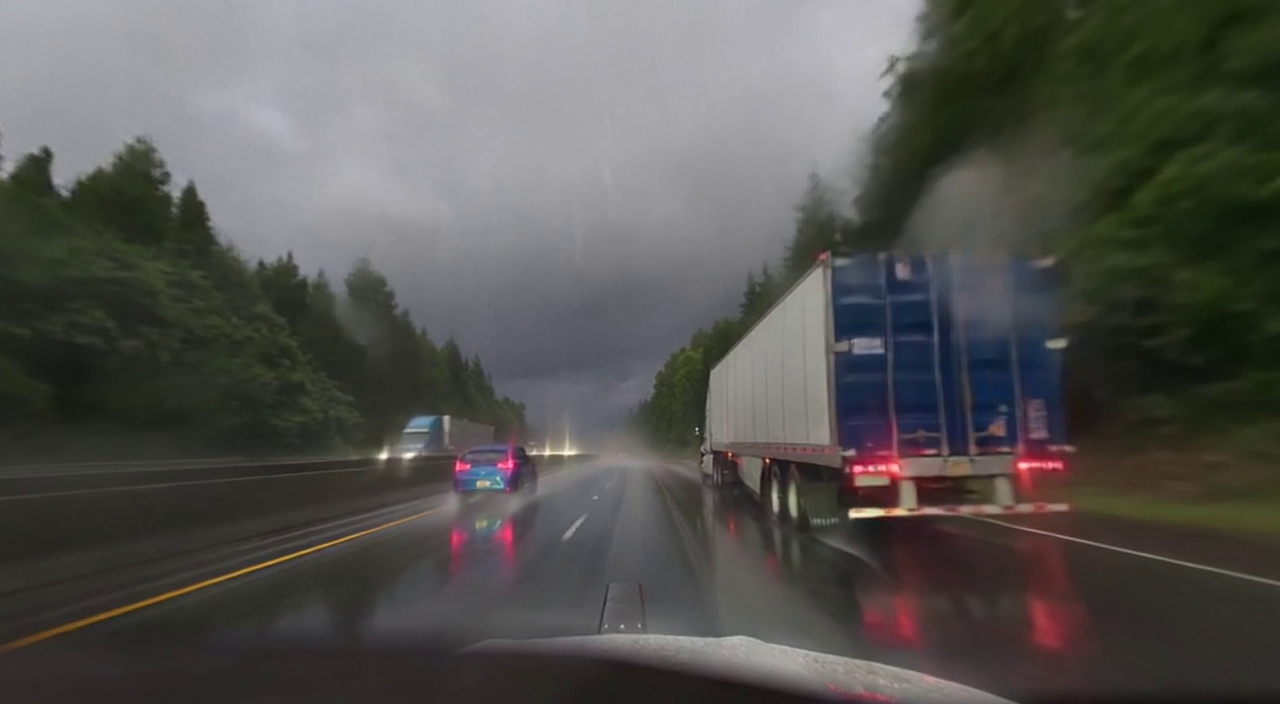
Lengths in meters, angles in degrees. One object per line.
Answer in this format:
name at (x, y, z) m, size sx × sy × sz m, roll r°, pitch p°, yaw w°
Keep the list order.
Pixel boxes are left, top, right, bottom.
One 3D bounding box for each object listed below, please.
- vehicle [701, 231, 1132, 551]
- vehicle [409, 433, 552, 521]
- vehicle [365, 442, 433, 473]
vehicle at (4.383, 1.797, 16.991) m, size 3.532 × 4.201 × 17.611 m, roll 0°, pitch -9°, yaw -1°
vehicle at (-3.385, 2.758, 14.393) m, size 2.115 × 1.670 × 4.261 m, roll 0°, pitch -9°, yaw 0°
vehicle at (-13.214, 5.814, 34.793) m, size 1.940 × 1.567 × 4.312 m, roll -1°, pitch -9°, yaw 1°
